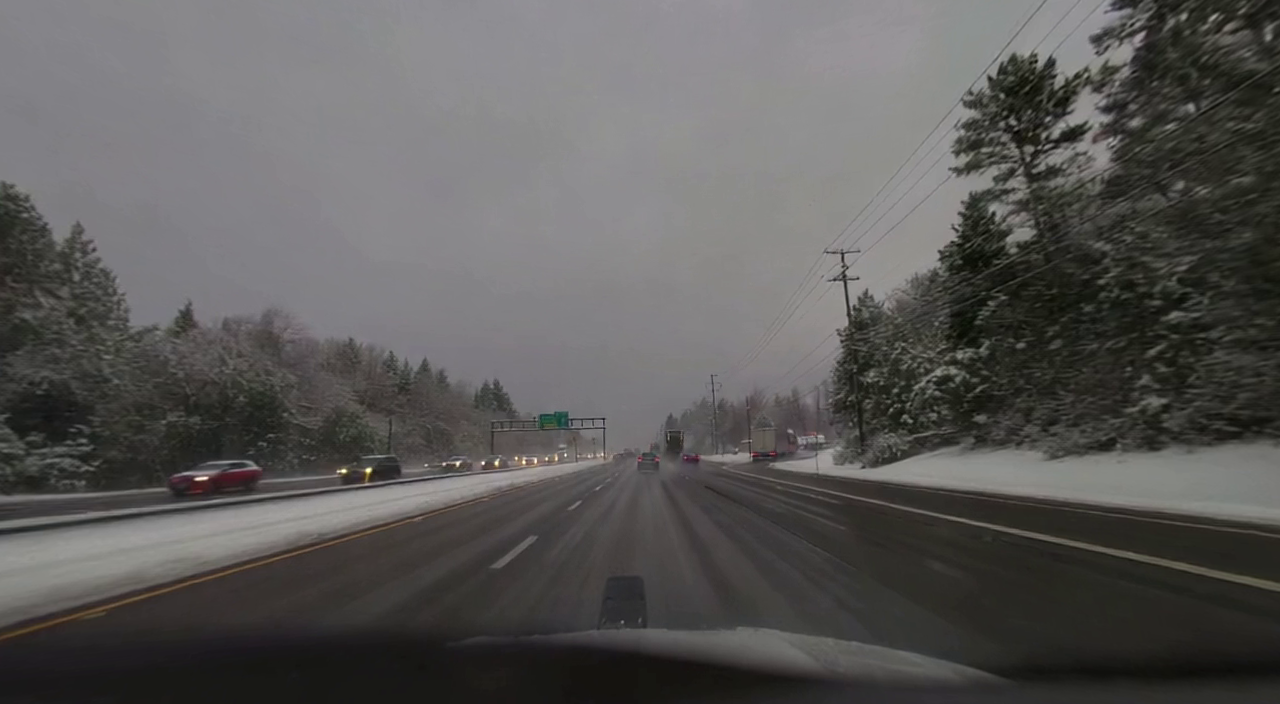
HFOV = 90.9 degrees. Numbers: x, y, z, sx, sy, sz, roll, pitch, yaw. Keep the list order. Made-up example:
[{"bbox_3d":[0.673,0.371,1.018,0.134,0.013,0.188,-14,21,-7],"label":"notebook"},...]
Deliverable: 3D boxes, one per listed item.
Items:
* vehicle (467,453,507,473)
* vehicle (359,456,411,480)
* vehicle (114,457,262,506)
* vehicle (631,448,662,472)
[{"bbox_3d":[-11.498,8.353,47.653,1.903,1.432,4.475,0,-9,1],"label":"vehicle"},{"bbox_3d":[-18.896,8.597,46.865,1.801,1.638,4.739,0,-9,1],"label":"vehicle"},{"bbox_3d":[-15.499,4.428,21.983,1.916,1.470,4.366,0,-9,0],"label":"vehicle"},{"bbox_3d":[0.472,7.572,44.386,2.111,1.599,3.859,0,-9,1],"label":"vehicle"}]
